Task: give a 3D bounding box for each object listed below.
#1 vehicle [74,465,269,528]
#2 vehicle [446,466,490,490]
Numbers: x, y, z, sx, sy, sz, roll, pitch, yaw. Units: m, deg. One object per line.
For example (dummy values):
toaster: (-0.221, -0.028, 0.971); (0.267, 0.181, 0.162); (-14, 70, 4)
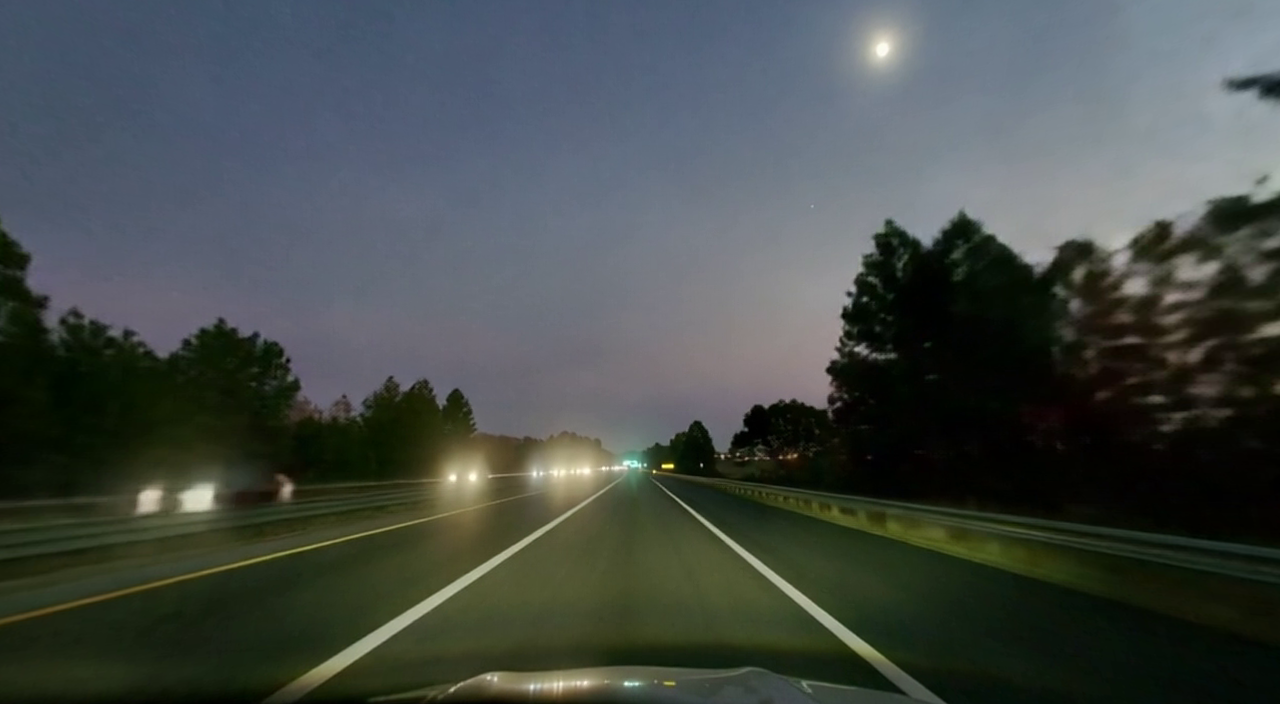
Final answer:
vehicle: (-12.652, 3.918, 17.508); (1.932, 1.473, 4.509); (1, -11, 0)
vehicle: (-12.914, 9.463, 47.540); (2.000, 1.682, 4.526); (1, -11, 0)
